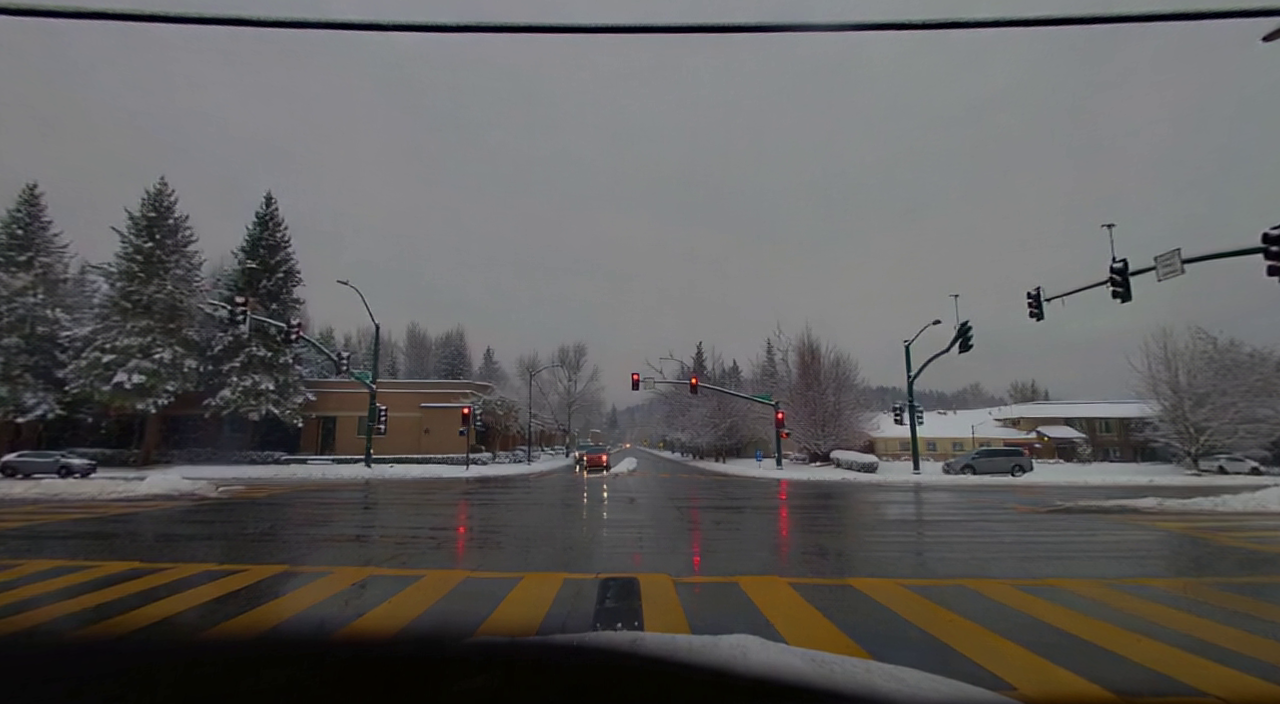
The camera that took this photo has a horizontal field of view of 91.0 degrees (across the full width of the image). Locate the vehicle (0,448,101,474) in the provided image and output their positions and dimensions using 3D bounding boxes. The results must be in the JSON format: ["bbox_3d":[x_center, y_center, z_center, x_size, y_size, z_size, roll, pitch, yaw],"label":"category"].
[{"bbox_3d":[-35.109,6.417,37.212,4.741,1.447,1.807,0,-9,0],"label":"vehicle"}]

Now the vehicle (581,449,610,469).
[{"bbox_3d":[-3.407,8.355,49.214,1.908,1.441,4.142,0,-8,1],"label":"vehicle"}]

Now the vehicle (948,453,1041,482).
[{"bbox_3d":[21.129,6.876,37.568,4.447,1.623,1.801,0,-9,-3],"label":"vehicle"}]

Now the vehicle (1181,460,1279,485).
[{"bbox_3d":[36.248,7.308,38.267,4.976,1.428,1.929,0,-8,-2],"label":"vehicle"}]
